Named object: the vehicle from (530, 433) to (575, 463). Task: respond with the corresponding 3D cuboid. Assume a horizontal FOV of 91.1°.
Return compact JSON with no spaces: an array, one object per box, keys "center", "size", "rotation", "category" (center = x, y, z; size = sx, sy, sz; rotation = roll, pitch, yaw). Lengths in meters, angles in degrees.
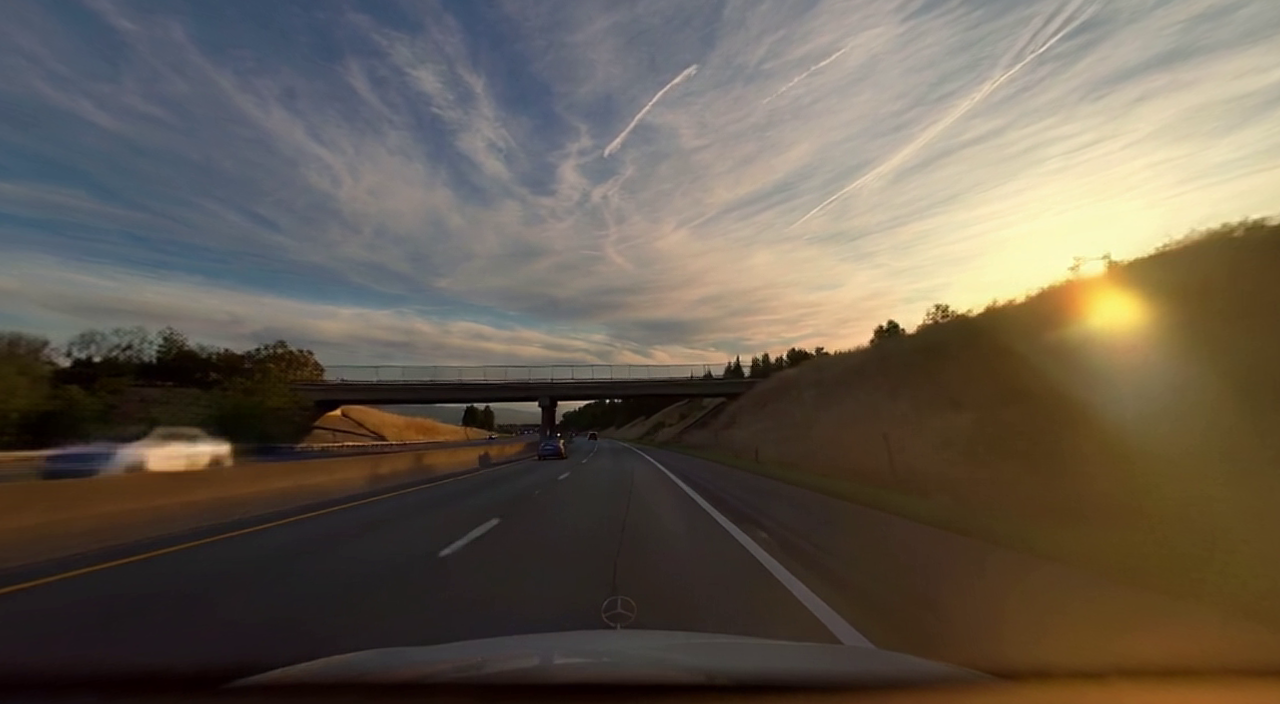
[{"center":[-4.785,5.276,34.842],"size":[2.005,1.509,4.260],"rotation":[0,-8,-1],"category":"vehicle"}]
